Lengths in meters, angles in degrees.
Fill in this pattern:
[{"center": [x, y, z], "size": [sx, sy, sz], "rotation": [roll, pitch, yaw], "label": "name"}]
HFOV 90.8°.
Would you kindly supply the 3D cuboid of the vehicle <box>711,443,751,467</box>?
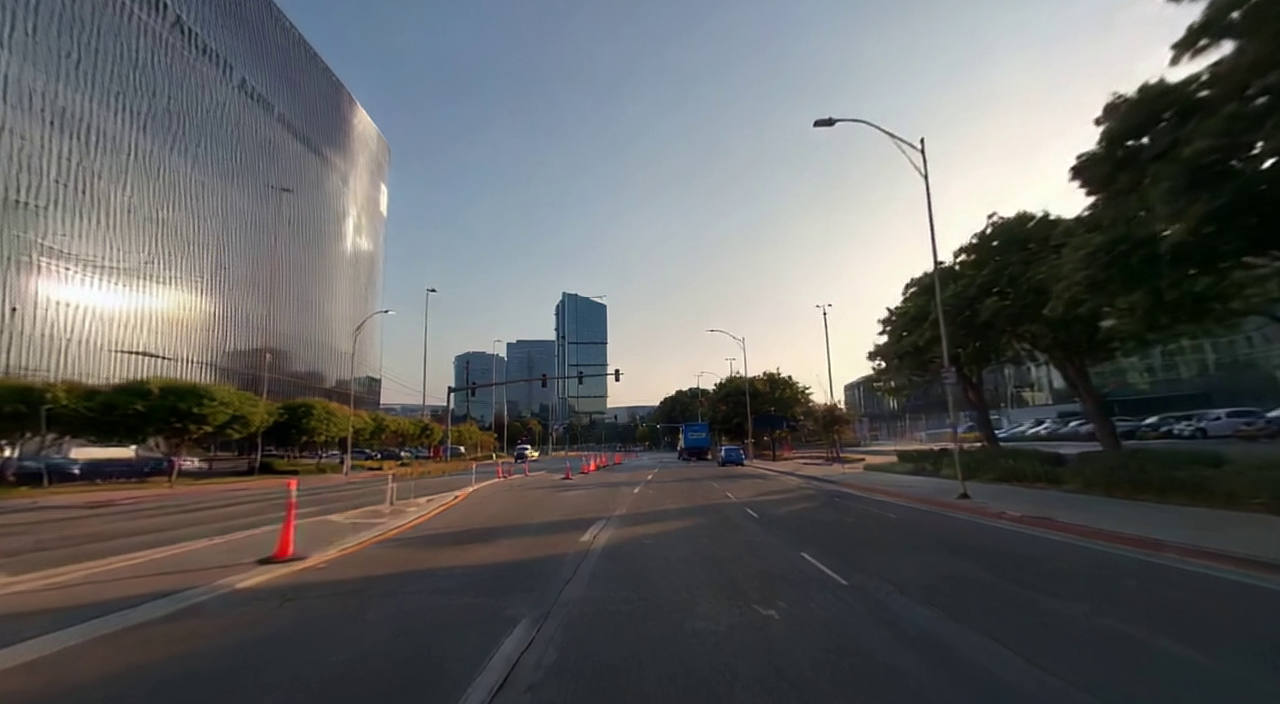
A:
[{"center": [6.436, 7.345, 45.267], "size": [2.098, 1.619, 4.433], "rotation": [0, -8, -1], "label": "vehicle"}]
